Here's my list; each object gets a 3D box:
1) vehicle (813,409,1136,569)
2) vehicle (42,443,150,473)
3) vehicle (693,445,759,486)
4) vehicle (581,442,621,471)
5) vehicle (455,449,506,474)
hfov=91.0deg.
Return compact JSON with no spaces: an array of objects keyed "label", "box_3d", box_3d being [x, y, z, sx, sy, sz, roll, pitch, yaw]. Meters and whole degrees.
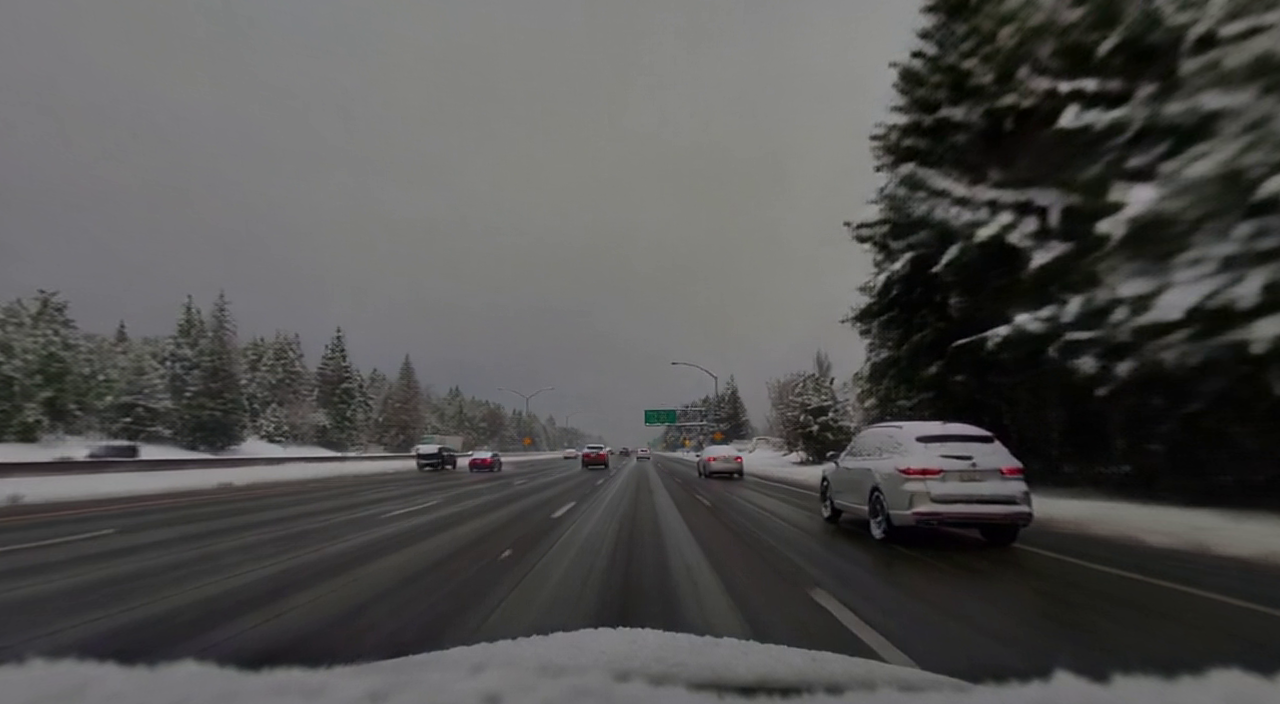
[{"label":"vehicle","box_3d":[4.423,1.901,9.530,2.218,1.776,4.807,0,-9,0]},{"label":"vehicle","box_3d":[-35.251,6.860,41.047,2.065,1.752,5.611,0,-9,0]},{"label":"vehicle","box_3d":[3.461,4.660,26.190,2.126,1.529,4.438,0,-9,0]},{"label":"vehicle","box_3d":[-2.660,7.360,44.535,2.449,1.929,5.503,0,-9,0]},{"label":"vehicle","box_3d":[-10.258,7.077,40.839,1.974,1.472,4.684,0,-9,1]}]
